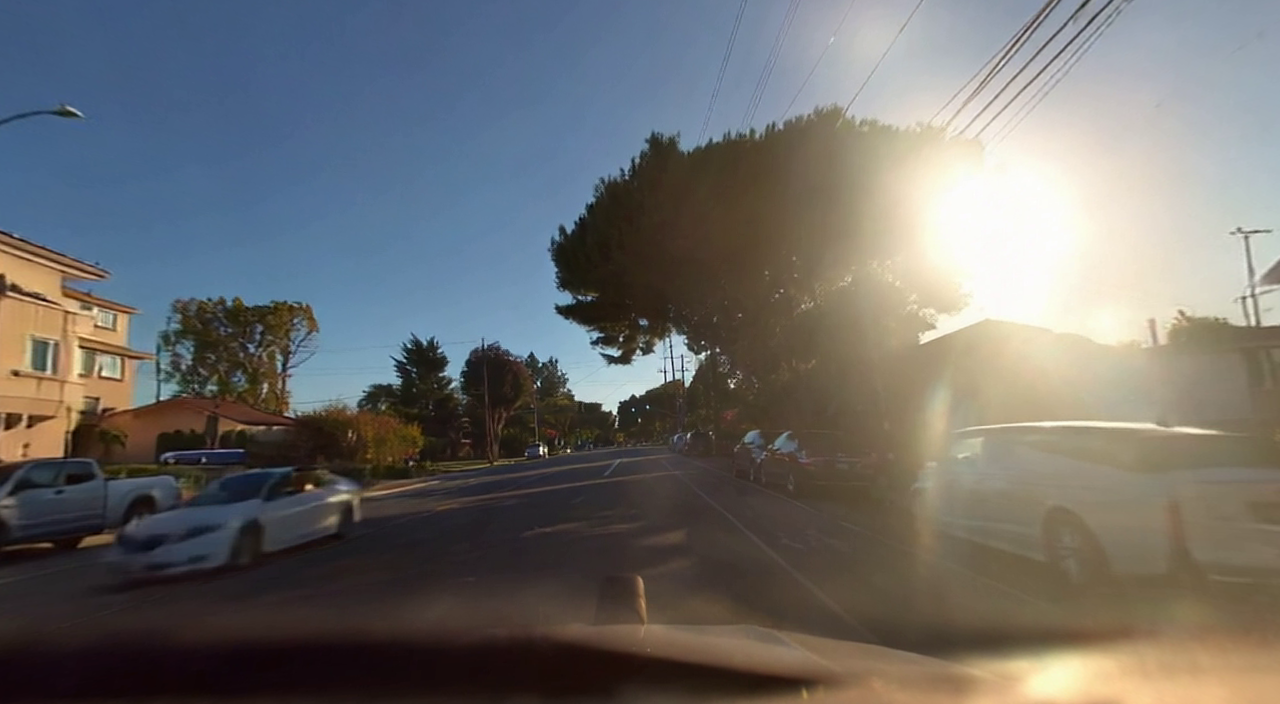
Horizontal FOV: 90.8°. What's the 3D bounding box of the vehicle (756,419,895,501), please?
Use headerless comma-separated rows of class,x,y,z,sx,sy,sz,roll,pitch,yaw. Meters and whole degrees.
vehicle,4.542,2.739,16.377,1.980,1.773,4.853,0,-8,-2

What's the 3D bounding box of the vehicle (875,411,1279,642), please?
vehicle,4.525,1.536,6.809,2.001,1.532,5.029,0,-8,-1

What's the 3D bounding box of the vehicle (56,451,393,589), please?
vehicle,-5.634,2.277,9.482,1.948,1.502,4.434,-1,-8,1
